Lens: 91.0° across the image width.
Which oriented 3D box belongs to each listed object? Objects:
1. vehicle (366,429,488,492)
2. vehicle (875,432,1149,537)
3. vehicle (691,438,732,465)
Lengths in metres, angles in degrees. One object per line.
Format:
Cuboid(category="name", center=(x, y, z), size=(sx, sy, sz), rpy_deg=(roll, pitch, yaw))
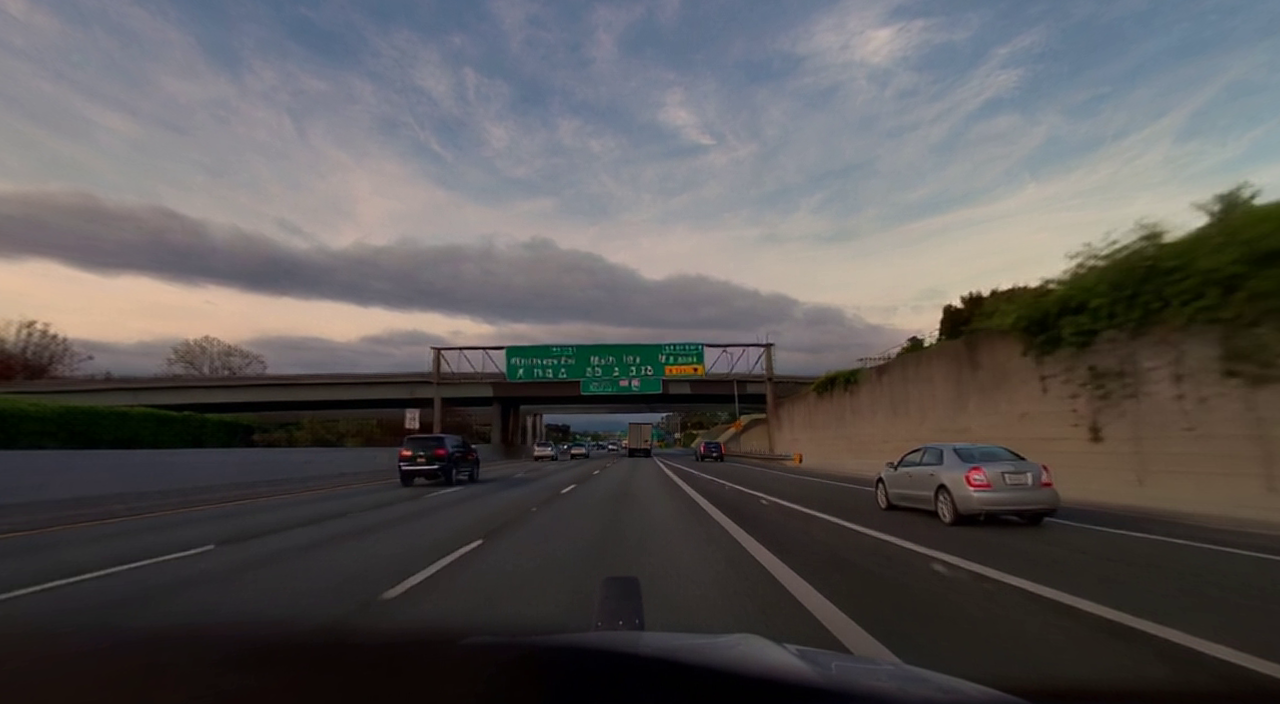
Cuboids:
Cuboid(category="vehicle", center=(-6.619, 3.442, 20.308), size=(2.179, 1.753, 4.999), rpy_deg=(0, -9, 0))
Cuboid(category="vehicle", center=(6.322, 2.286, 11.553), size=(2.075, 1.510, 4.569), rpy_deg=(0, -9, -3))
Cuboid(category="vehicle", center=(5.222, 7.363, 46.710), size=(2.220, 1.898, 4.752), rpy_deg=(0, -9, -3))
